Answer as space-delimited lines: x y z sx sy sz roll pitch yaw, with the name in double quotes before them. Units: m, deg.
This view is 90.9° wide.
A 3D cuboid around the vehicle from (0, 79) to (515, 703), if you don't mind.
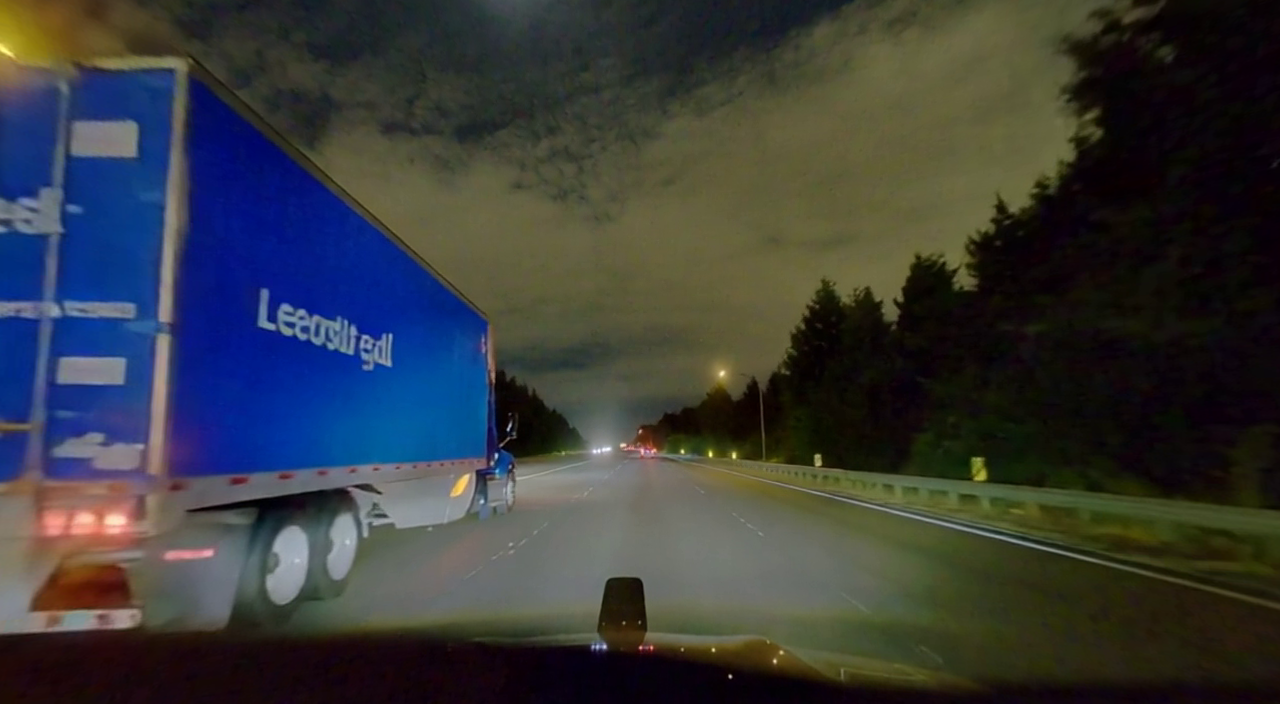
"vehicle" -3.364 0.731 6.296 2.695 3.151 6.885 0 -9 1
